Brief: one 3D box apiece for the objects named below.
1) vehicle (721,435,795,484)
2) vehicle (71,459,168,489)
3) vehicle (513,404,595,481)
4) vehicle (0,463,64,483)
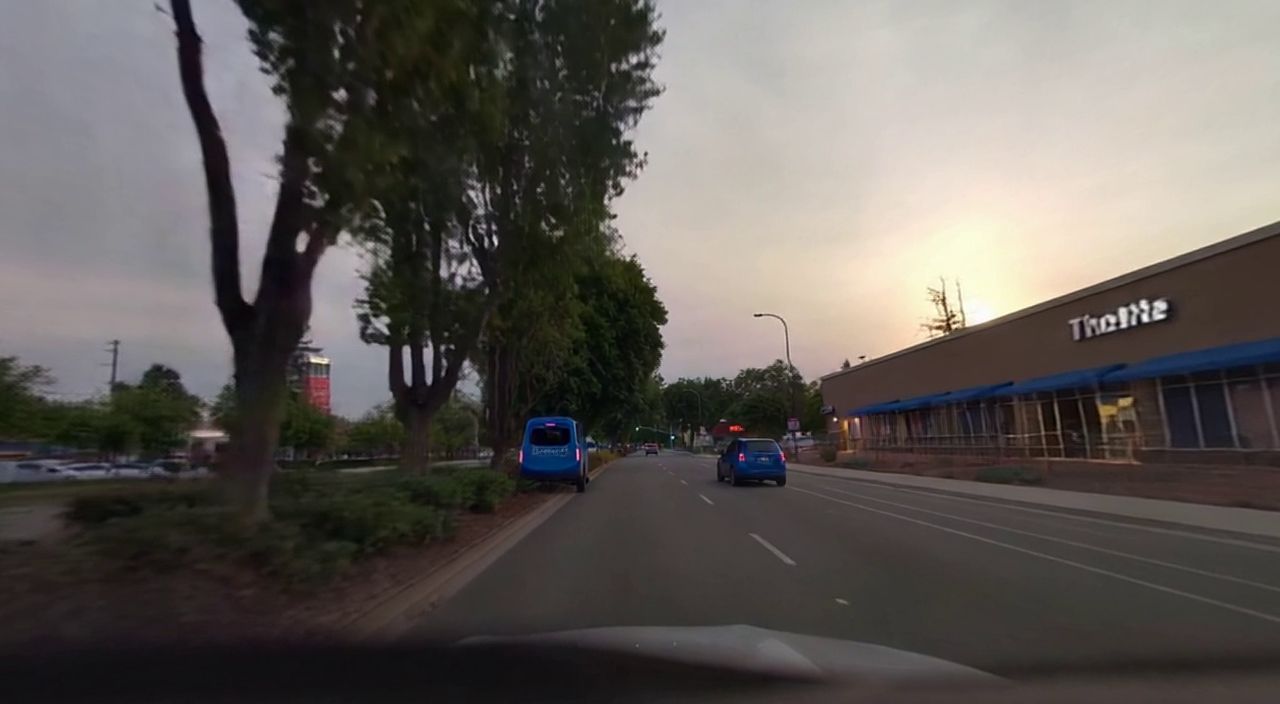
[{"bbox_3d":[4.283,3.991,23.642,1.869,1.646,4.166,0,-9,-1],"label":"vehicle"},{"bbox_3d":[-31.445,7.349,38.327,4.225,1.449,1.819,1,-9,-27],"label":"vehicle"},{"bbox_3d":[-3.325,3.723,25.879,2.443,2.784,5.862,0,-9,1],"label":"vehicle"},{"bbox_3d":[-48.202,9.453,49.272,4.456,1.479,1.868,1,-10,-8],"label":"vehicle"}]
